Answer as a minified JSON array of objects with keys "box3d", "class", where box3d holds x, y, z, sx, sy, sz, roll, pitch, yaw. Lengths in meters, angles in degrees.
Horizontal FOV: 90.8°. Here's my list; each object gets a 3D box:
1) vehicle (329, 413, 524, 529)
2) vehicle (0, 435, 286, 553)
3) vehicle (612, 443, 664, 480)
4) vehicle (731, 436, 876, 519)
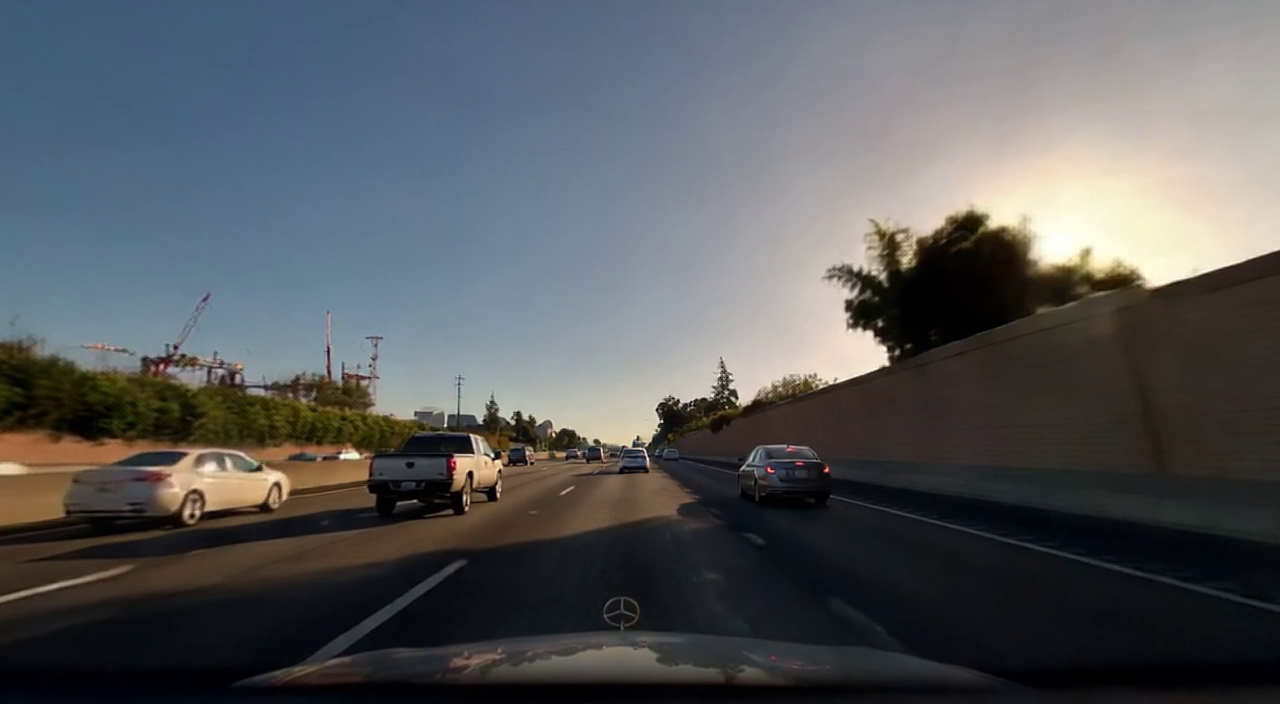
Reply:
[{"box3d":[-3.700,2.165,11.979,2.121,1.775,4.335,0,-8,0],"class":"vehicle"},{"box3d":[-7.933,2.122,10.210,1.908,1.476,4.342,0,-8,0],"class":"vehicle"},{"box3d":[-0.107,4.635,27.016,2.045,1.452,4.040,0,-8,-1],"class":"vehicle"},{"box3d":[3.360,2.661,14.038,1.917,1.507,4.540,0,-8,-1],"class":"vehicle"}]
